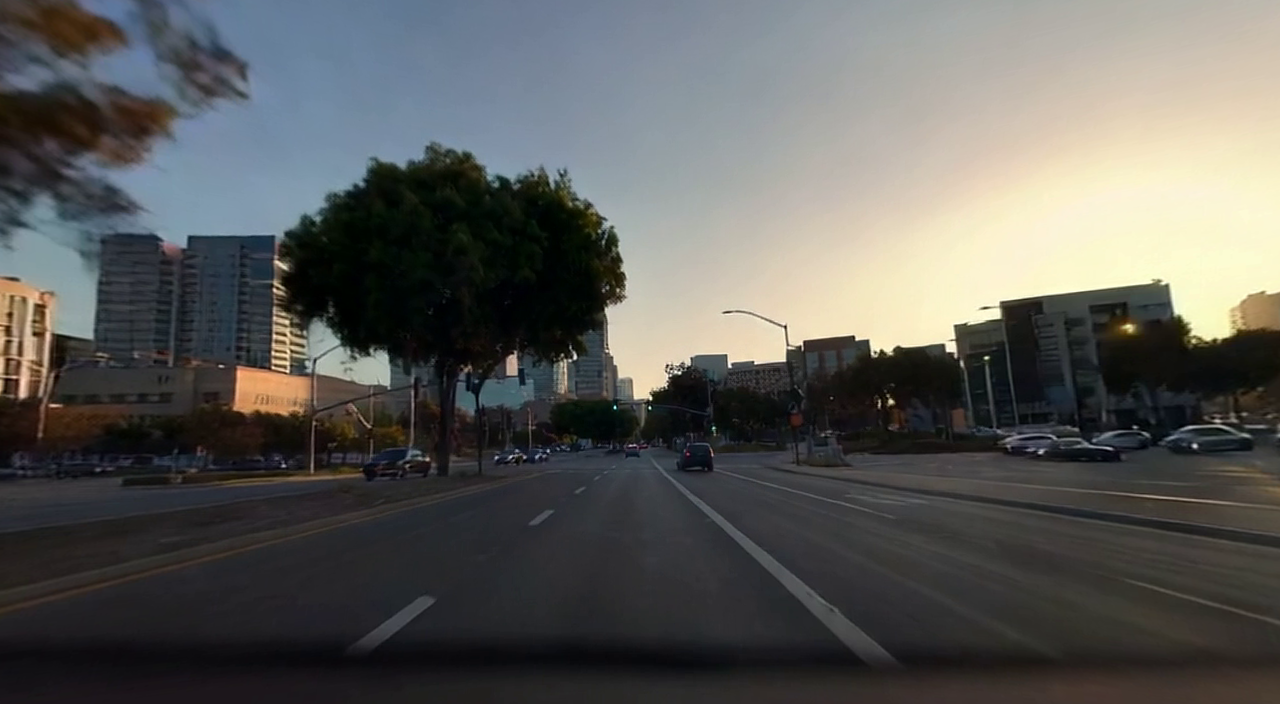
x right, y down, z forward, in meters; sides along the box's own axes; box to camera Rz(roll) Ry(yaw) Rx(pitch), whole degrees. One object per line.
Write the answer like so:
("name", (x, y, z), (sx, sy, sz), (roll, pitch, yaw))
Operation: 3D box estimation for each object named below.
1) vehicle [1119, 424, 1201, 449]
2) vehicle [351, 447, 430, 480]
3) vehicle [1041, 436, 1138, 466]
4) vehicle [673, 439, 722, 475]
("vehicle", (35.045, 5.771, 42.729), (1.909, 1.576, 4.216), (1, -9, 0))
("vehicle", (-12.194, 5.474, 31.263), (2.005, 1.493, 4.682), (0, -9, 0))
("vehicle", (22.538, 4.973, 31.774), (3.536, 1.412, 1.727), (0, -9, -1))
("vehicle", (3.007, 5.604, 33.944), (2.069, 1.761, 4.610), (0, -9, -2))
